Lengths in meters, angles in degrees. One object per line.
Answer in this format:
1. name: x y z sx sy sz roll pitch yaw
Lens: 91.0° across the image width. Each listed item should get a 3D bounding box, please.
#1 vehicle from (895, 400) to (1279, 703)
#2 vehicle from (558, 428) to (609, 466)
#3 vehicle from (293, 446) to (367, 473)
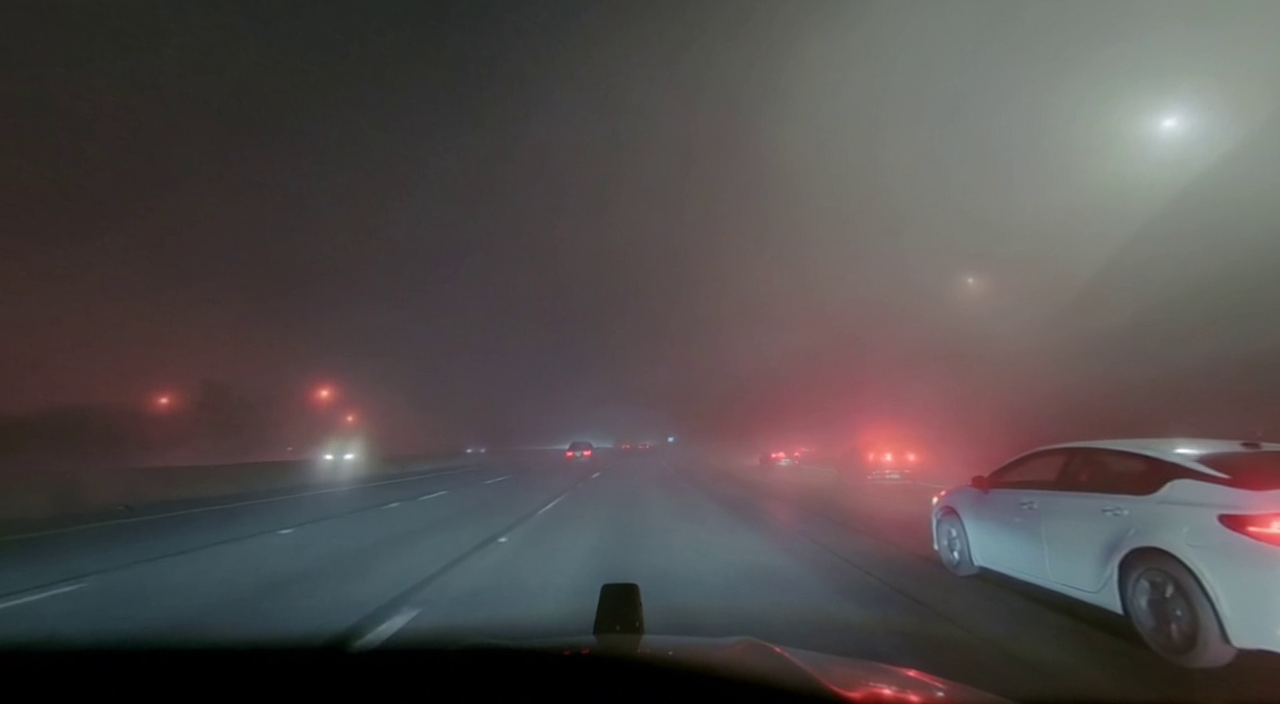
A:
1. vehicle: 3.775 1.241 4.329 2.047 1.532 4.884 0 -9 1
2. vehicle: -3.514 6.141 40.578 2.496 2.203 6.317 0 -9 1
3. vehicle: -18.570 6.443 37.991 1.981 1.526 4.512 0 -9 4
